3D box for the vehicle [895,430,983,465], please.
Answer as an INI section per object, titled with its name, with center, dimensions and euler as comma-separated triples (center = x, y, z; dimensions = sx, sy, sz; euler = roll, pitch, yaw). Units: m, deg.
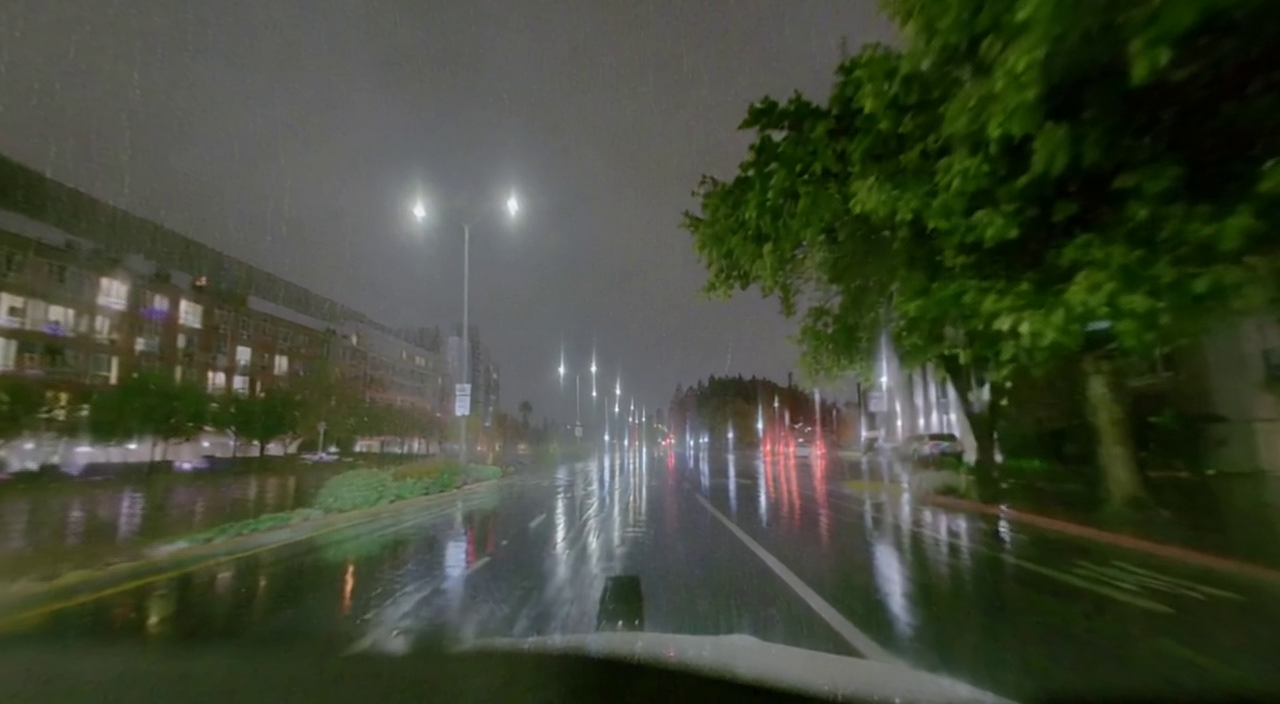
[vehicle]
center = 13.818, 4.450, 29.459
dimensions = 1.879, 1.507, 4.836
euler = 0, -8, 2
